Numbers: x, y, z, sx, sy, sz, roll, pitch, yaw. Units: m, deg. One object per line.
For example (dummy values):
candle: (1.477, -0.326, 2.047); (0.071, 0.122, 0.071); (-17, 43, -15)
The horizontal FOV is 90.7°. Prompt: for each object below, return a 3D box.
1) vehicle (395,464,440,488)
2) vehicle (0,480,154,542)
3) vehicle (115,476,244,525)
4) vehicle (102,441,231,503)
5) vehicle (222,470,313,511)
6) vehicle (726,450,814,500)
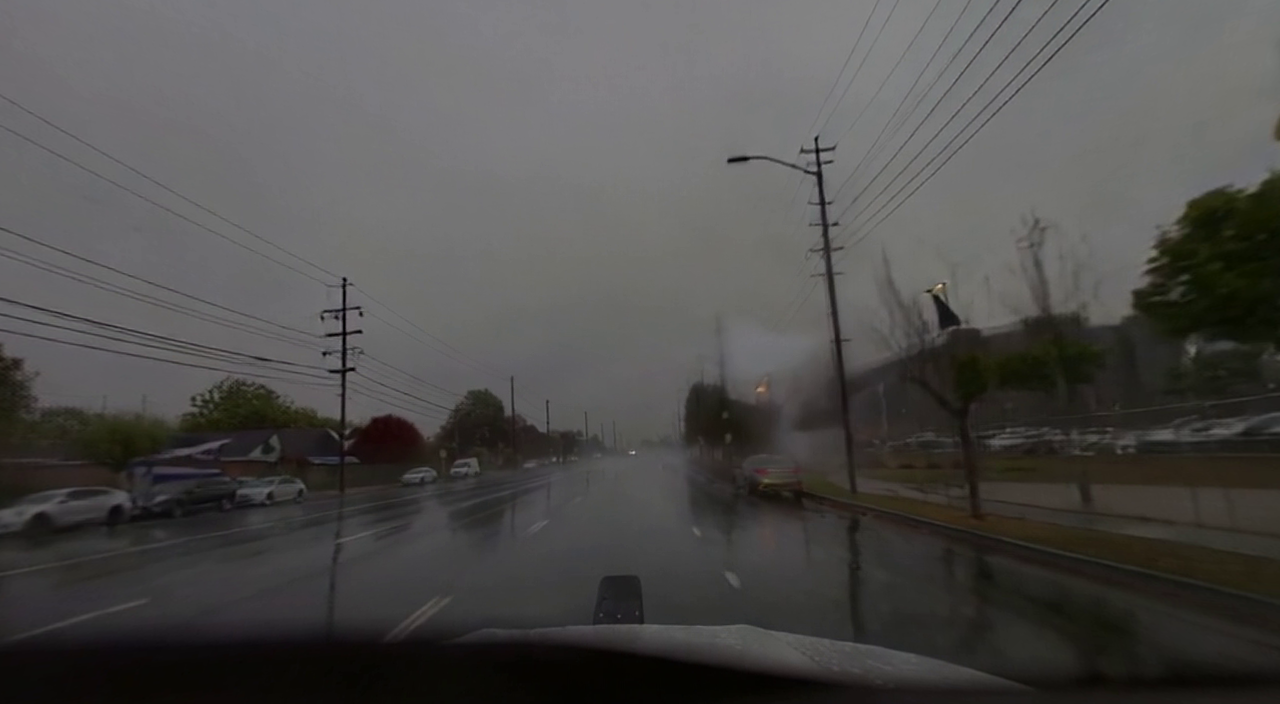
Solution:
vehicle: (-17.436, 9.730, 49.830); (1.931, 1.501, 4.564); (-6, -9, -1)
vehicle: (-17.574, 4.810, 19.323); (1.892, 1.515, 4.622); (-6, -11, -1)
vehicle: (-17.666, 5.693, 24.599); (1.845, 1.450, 4.457); (-6, -10, -2)
vehicle: (-25.105, 6.376, 33.815); (4.857, 2.616, 2.616); (-3, -10, -17)
vehicle: (-17.655, 6.555, 30.200); (1.852, 1.551, 4.276); (-6, -10, -1)
vehicle: (4.246, 4.099, 21.476); (2.002, 1.459, 4.357); (0, -9, -1)
